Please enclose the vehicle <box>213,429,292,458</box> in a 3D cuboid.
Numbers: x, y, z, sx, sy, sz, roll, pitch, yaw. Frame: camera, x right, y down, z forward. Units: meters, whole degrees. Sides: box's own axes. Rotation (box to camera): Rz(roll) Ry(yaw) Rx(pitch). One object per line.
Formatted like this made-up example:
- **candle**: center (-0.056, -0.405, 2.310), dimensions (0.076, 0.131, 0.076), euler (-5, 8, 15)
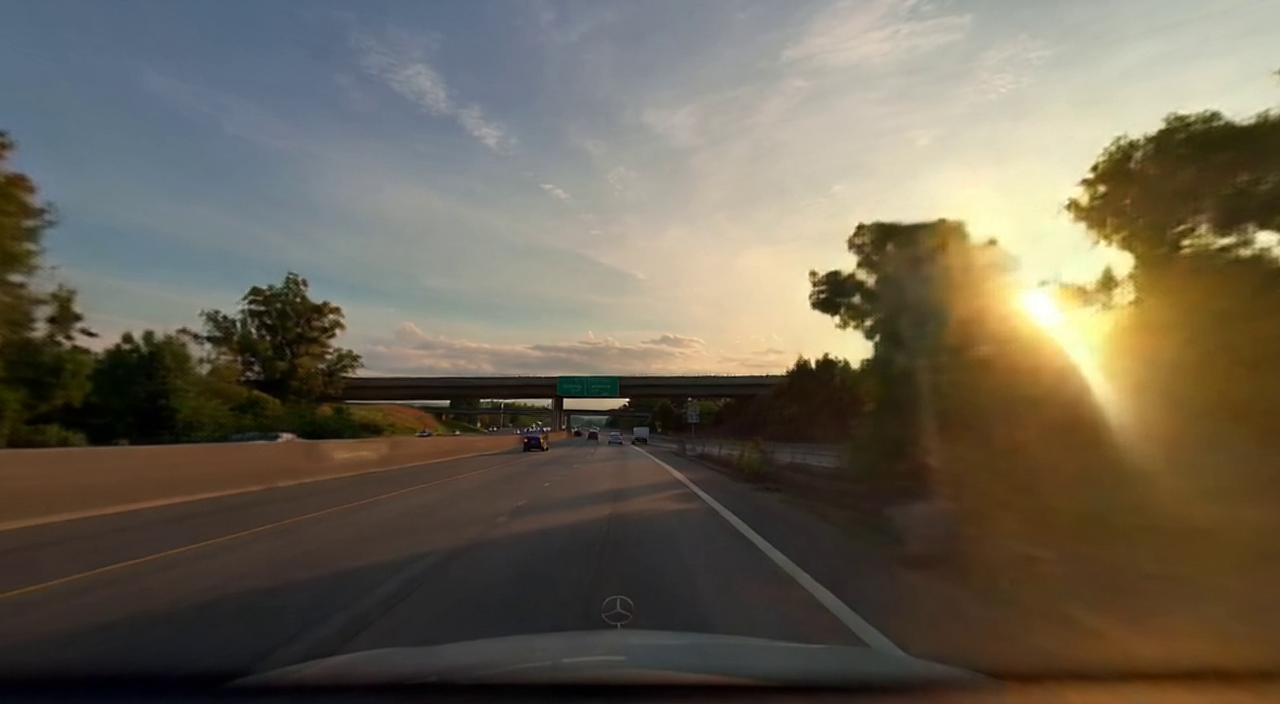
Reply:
- **vehicle**: center (-21.948, 5.190, 35.817), dimensions (1.919, 1.535, 4.259), euler (0, -8, -2)
